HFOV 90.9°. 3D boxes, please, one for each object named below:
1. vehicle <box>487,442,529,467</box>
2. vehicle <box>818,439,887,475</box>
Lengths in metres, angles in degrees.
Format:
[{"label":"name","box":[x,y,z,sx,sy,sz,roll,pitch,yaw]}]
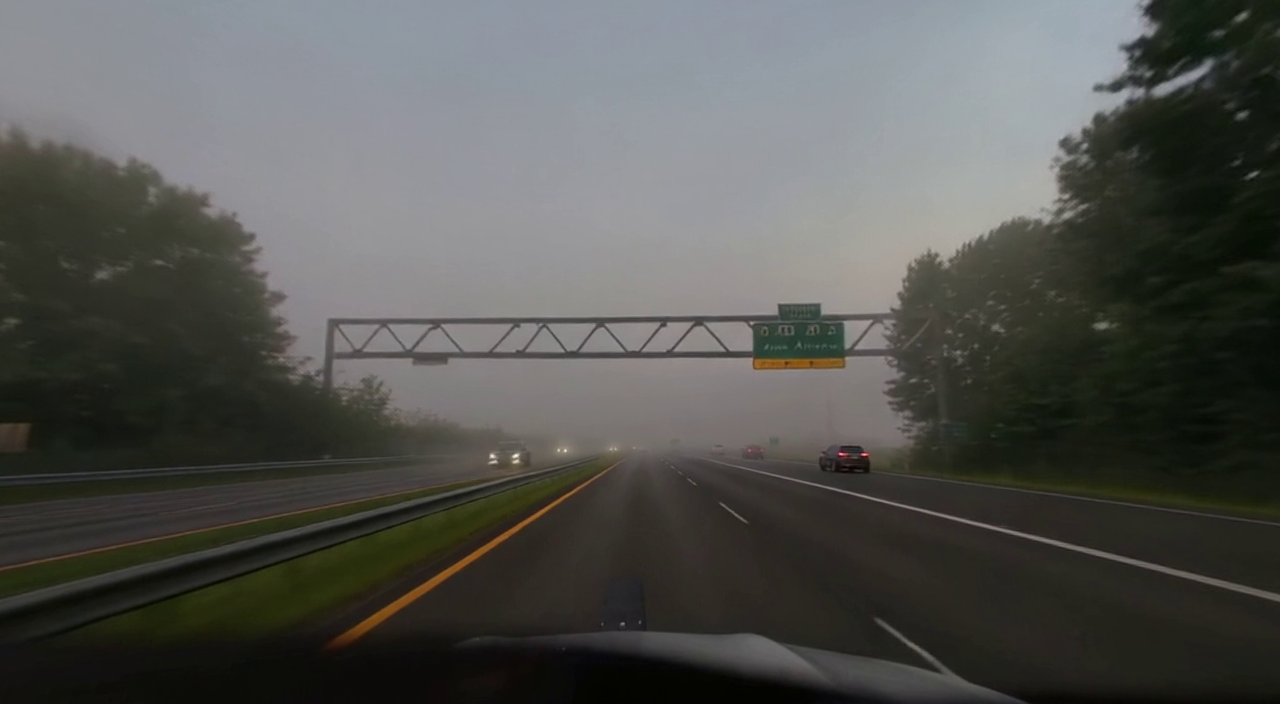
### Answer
[{"label":"vehicle","box":[-9.254,7.239,44.353,1.848,1.641,4.321,0,-9,2]},{"label":"vehicle","box":[10.513,5.243,31.617,1.897,1.669,4.825,0,-9,1]}]
